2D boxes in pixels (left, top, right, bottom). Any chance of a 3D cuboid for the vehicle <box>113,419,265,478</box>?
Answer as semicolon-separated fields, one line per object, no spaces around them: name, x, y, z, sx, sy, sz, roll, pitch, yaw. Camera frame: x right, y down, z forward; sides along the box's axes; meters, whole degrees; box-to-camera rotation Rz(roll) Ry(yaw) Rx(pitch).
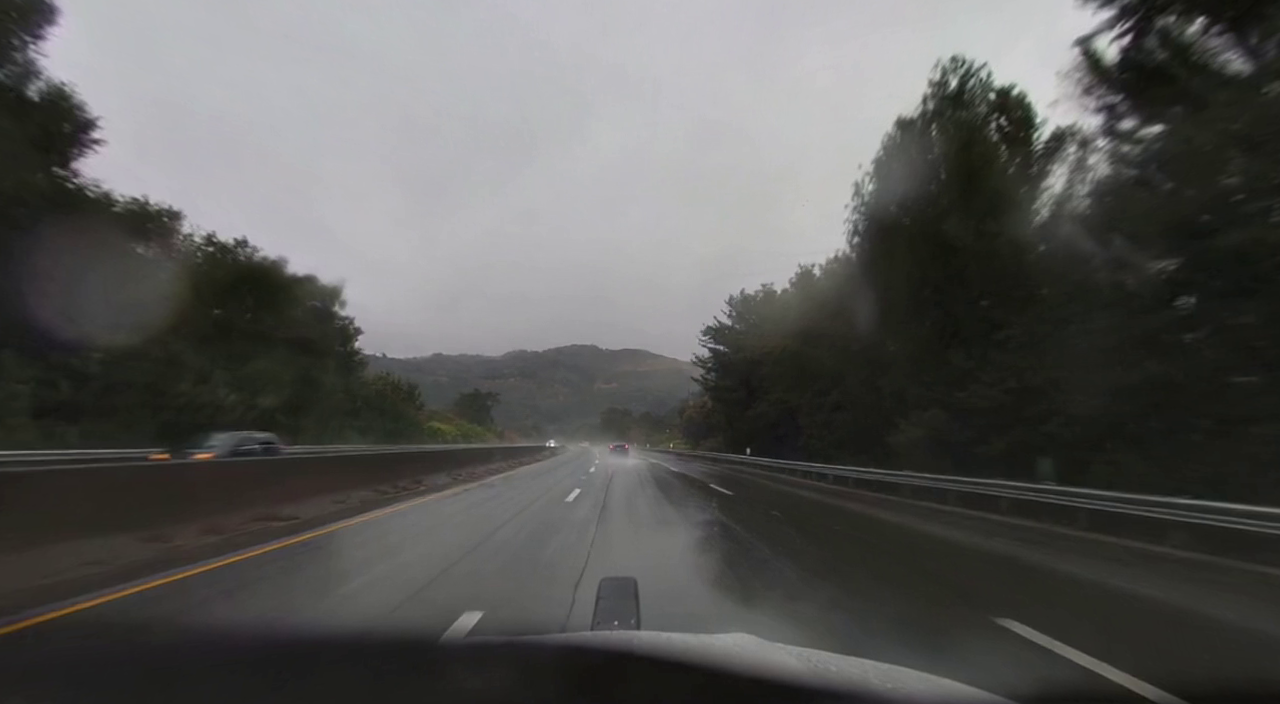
vehicle;-13.057;2.829;18.551;1.841;1.529;3.778;0;-8;-4
